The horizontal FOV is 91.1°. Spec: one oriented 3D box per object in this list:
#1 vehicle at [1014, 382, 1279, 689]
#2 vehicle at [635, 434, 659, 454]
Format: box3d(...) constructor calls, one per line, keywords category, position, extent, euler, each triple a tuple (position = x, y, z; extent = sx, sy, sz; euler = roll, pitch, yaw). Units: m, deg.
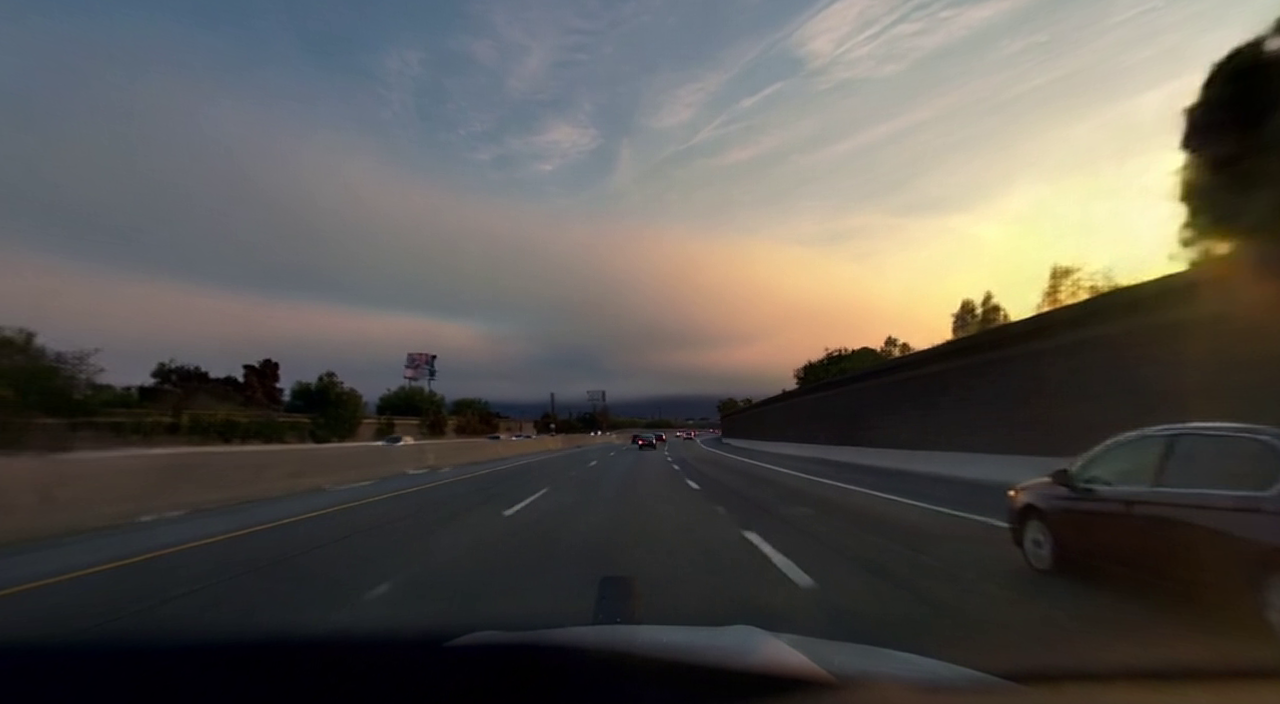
box3d(category="vehicle", position=(4.170, 0.973, 3.514), extent=(1.834, 1.548, 3.651), euler=(0, -8, -1))
box3d(category="vehicle", position=(0.504, 7.057, 48.460), extent=(1.771, 1.480, 3.781), euler=(0, -8, 0))
